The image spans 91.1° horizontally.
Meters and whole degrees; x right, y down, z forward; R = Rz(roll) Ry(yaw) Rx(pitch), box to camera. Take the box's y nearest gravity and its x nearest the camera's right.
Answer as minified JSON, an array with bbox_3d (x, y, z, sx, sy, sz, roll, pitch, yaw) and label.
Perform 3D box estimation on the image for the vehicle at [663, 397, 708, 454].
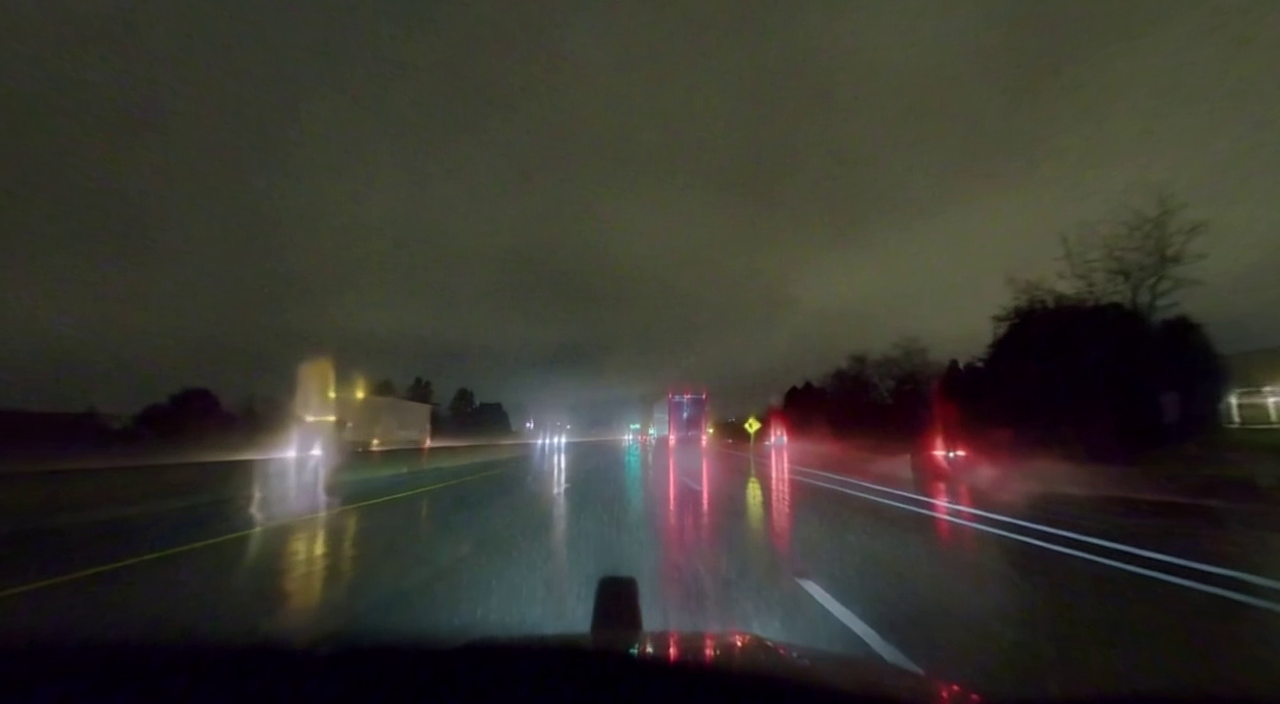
[{"bbox_3d":[3.384,5.765,48.888,2.859,3.981,8.596,0,-8,0],"label":"vehicle"}]
